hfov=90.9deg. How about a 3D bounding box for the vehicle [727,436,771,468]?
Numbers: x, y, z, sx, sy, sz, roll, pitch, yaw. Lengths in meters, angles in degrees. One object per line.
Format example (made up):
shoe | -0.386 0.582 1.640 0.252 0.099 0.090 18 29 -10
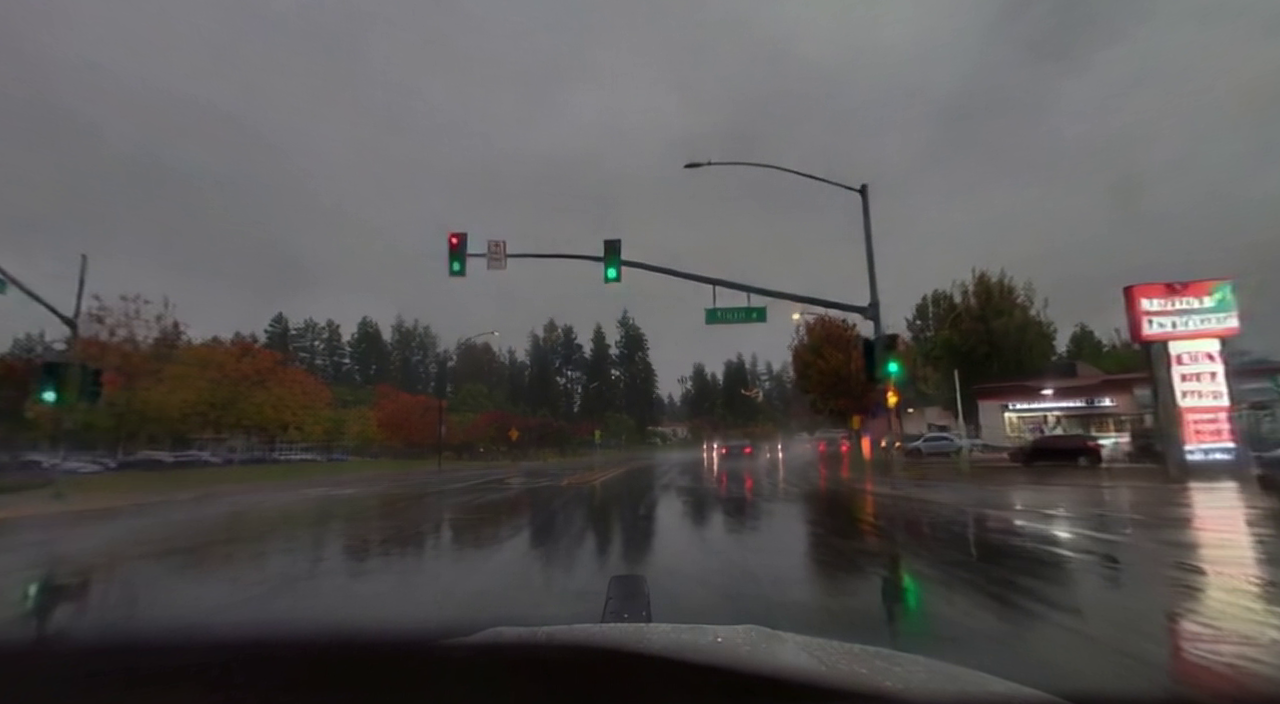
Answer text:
vehicle | 6.310 5.722 36.209 2.311 1.715 4.287 -2 -9 11

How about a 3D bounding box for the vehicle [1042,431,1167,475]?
vehicle | 20.668 4.472 28.064 4.707 1.790 2.357 4 -9 -24

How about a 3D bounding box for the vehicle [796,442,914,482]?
vehicle | 8.741 4.508 26.081 1.938 1.466 4.434 4 -10 -28

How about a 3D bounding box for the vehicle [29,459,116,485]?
vehicle | -34.898 7.342 38.881 1.702 1.407 4.019 0 -9 -2

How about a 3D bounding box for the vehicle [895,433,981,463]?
vehicle | 18.906 6.119 40.247 4.557 1.825 2.350 -3 -9 15
